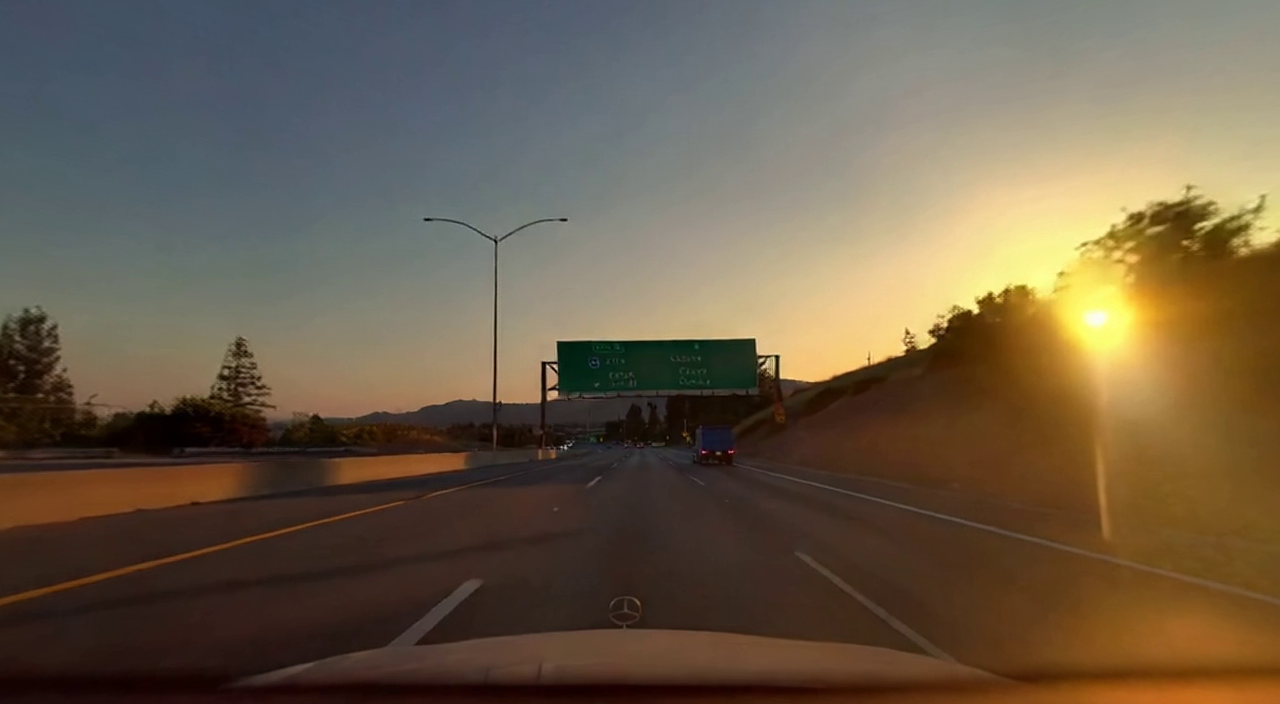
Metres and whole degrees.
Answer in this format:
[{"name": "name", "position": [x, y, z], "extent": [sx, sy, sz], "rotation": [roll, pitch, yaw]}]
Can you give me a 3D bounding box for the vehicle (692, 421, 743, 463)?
[{"name": "vehicle", "position": [4.869, 5.809, 40.642], "extent": [2.430, 2.495, 6.062], "rotation": [0, -8, -1]}]
